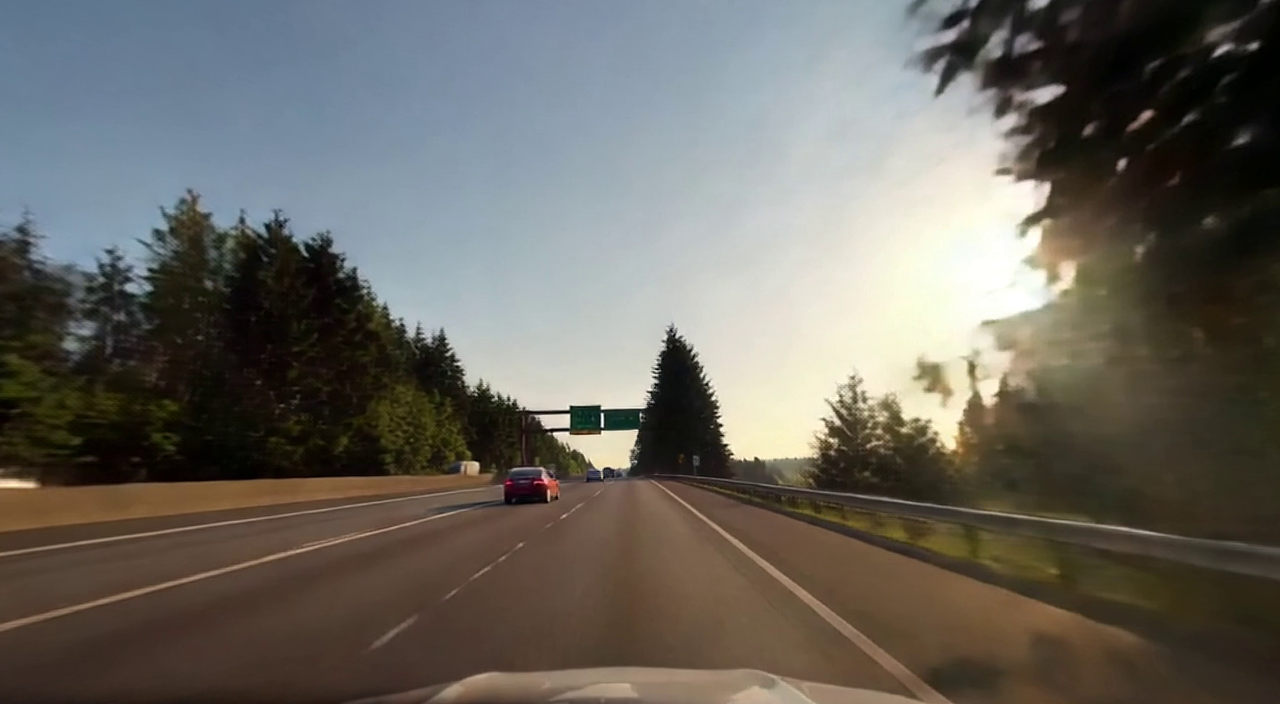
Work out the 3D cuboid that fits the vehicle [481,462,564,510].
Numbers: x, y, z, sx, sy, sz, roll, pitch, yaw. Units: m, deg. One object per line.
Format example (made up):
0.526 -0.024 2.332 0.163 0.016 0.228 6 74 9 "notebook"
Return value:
-4.008 4.672 22.301 1.995 1.467 4.467 0 -10 1 "vehicle"
